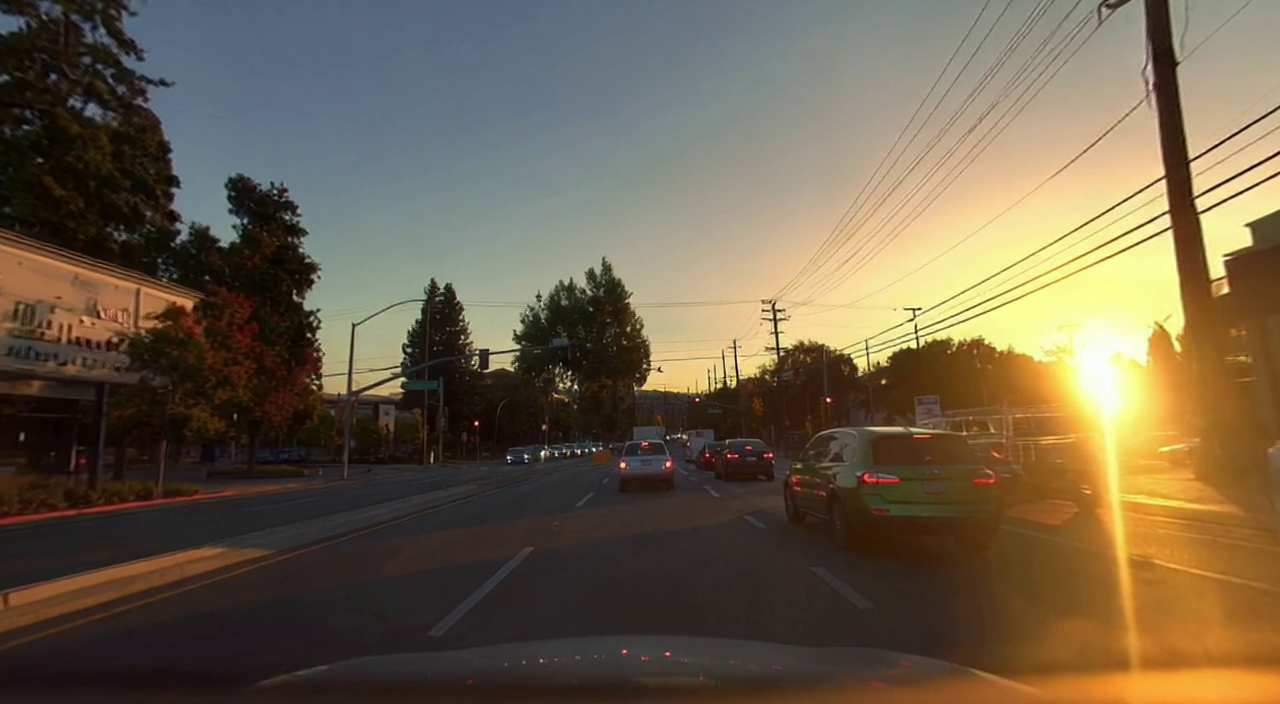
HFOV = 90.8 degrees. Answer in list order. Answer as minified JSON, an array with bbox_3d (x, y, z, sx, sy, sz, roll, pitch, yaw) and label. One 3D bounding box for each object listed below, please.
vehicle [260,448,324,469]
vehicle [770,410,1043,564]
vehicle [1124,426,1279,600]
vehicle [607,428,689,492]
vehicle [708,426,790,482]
[{"bbox_3d":[-27.463,8.388,49.977,3.922,1.620,1.873,2,-9,-12],"label":"vehicle"},{"bbox_3d":[3.286,1.762,8.927,1.998,1.620,4.267,0,-9,1],"label":"vehicle"},{"bbox_3d":[6.289,1.230,4.549,1.906,1.435,4.670,0,-9,0],"label":"vehicle"},{"bbox_3d":[0.235,3.147,18.632,2.149,1.668,3.962,0,-9,1],"label":"vehicle"},{"bbox_3d":[3.786,3.678,22.906,2.060,1.789,4.712,0,-9,-1],"label":"vehicle"}]
